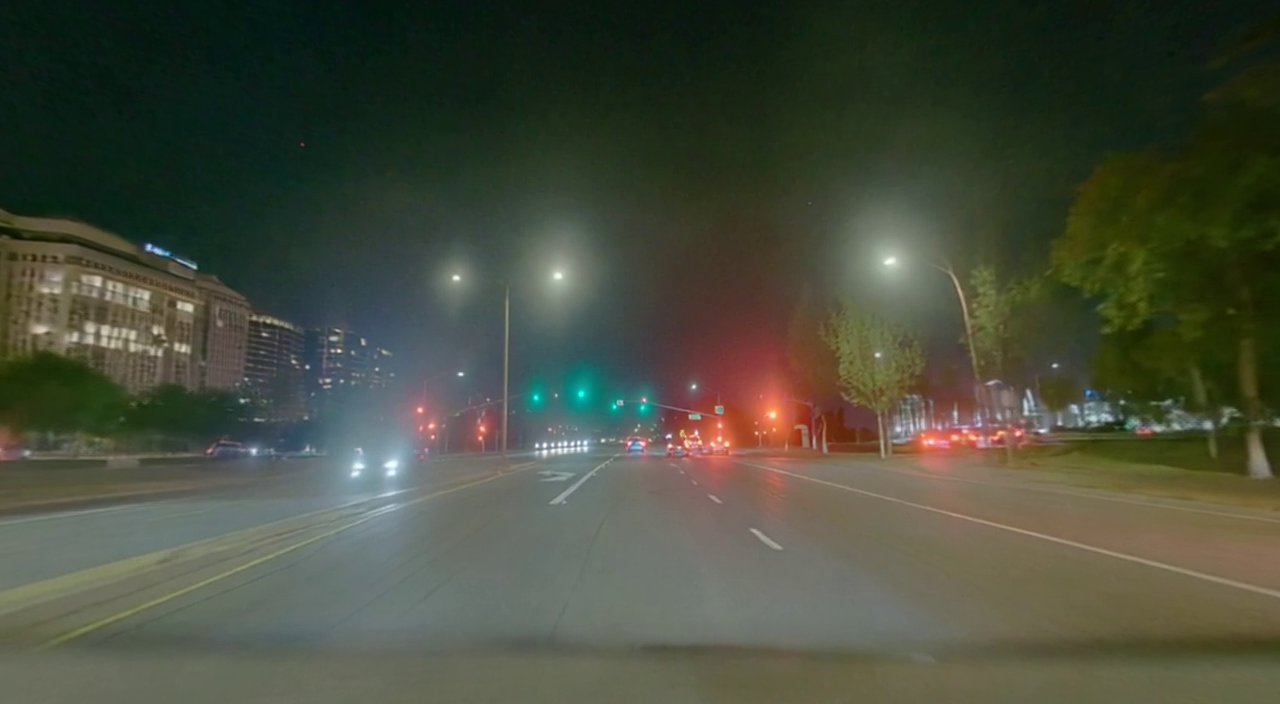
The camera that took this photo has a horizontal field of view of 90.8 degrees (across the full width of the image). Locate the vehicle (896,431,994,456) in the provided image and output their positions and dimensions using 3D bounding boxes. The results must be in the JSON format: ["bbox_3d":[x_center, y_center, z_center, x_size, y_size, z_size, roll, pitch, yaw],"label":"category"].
[{"bbox_3d":[23.518,7.114,48.949,6.313,1.772,2.263,-9,-11,43],"label":"vehicle"}]

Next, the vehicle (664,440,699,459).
[{"bbox_3d":[3.006,7.122,46.179,2.080,1.321,4.382,0,-8,-2],"label":"vehicle"}]

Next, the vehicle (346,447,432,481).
[{"bbox_3d":[-12.016,5.362,30.650,2.247,1.475,4.593,0,-8,0],"label":"vehicle"}]
